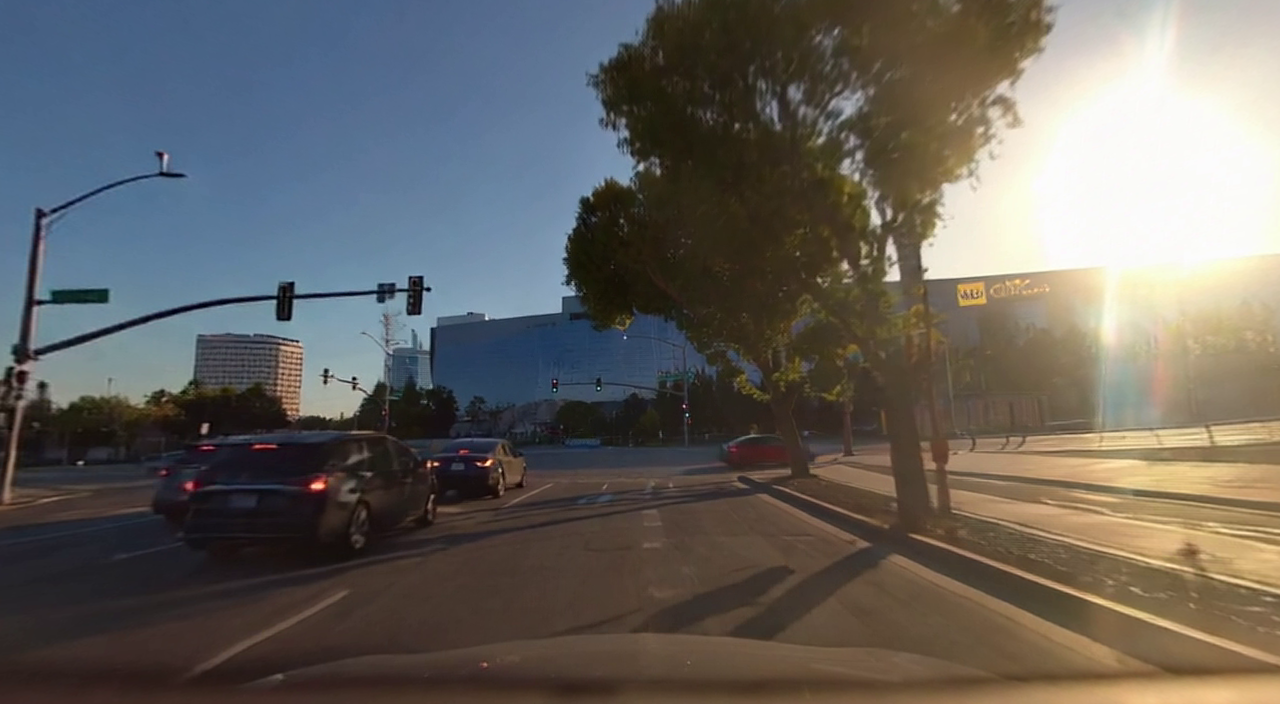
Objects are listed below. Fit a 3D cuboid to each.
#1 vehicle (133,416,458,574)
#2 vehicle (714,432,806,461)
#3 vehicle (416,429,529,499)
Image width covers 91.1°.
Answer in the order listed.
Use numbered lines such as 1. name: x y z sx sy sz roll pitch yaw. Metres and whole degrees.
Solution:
1. vehicle: -4.242 1.829 8.784 2.043 1.636 4.320 0 -9 0
2. vehicle: 6.615 5.279 35.045 4.767 1.524 1.929 0 -9 0
3. vehicle: -4.637 3.178 18.182 1.971 1.740 4.654 0 -9 0
